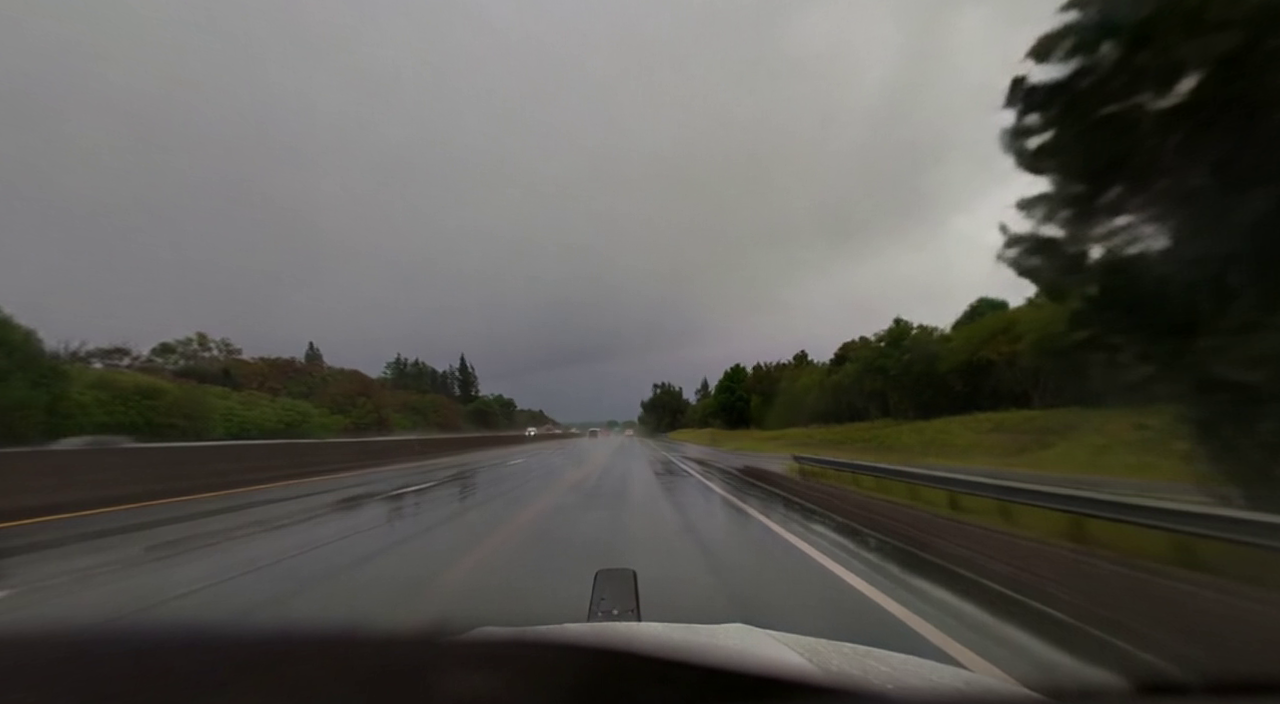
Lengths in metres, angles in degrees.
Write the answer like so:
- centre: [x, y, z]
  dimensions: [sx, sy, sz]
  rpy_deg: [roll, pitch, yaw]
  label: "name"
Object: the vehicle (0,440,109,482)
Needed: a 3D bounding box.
- centre: [-22.584, 4.030, 23.707]
  dimensions: [1.782, 1.427, 3.949]
  rpy_deg: [0, -8, 0]
  label: "vehicle"
